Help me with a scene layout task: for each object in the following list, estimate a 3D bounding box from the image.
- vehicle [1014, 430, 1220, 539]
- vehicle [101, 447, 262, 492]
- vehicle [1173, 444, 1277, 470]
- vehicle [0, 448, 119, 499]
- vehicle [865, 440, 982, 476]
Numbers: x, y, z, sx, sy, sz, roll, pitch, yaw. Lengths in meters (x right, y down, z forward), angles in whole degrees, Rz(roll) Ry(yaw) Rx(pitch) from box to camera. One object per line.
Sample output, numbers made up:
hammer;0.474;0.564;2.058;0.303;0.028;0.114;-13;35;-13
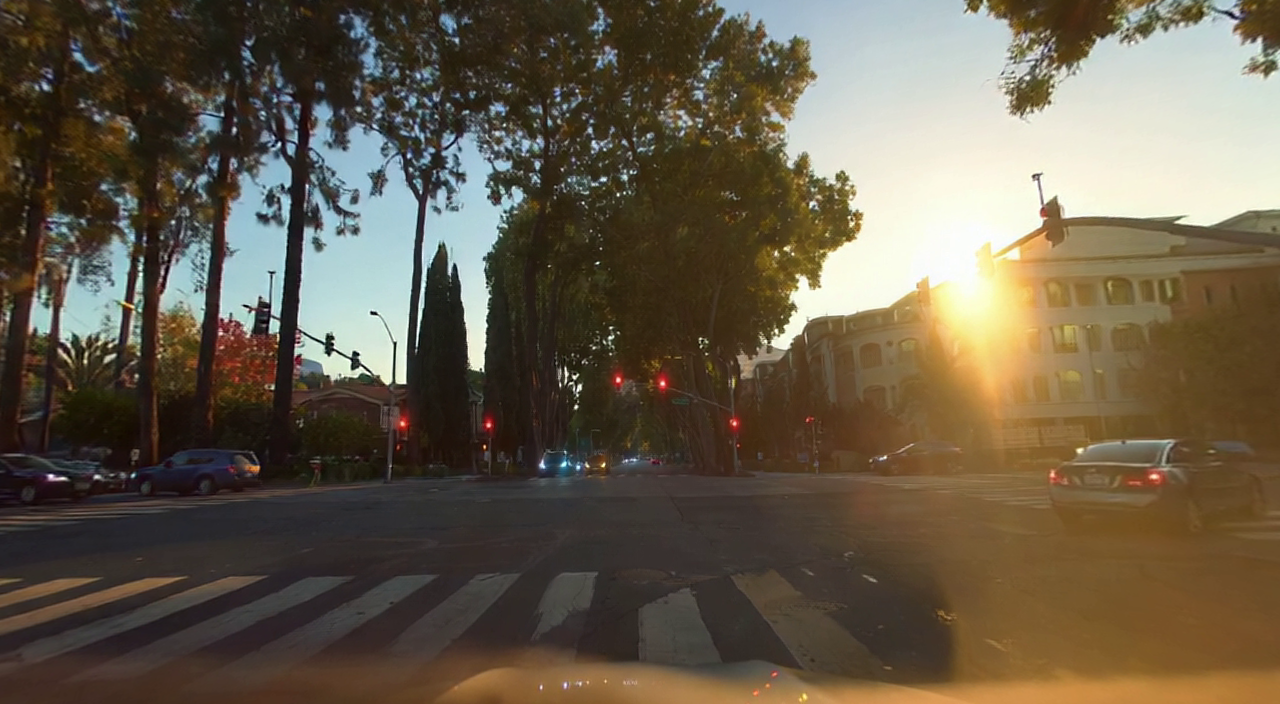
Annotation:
vehicle;8.697;2.222;11.366;4.492;1.536;2.189;8;-12;-44
vehicle;-19.173;4.944;26.653;4.798;1.763;2.536;0;-10;0
vehicle;35.360;6.349;38.273;4.294;1.499;1.958;0;-8;0
vehicle;-22.612;4.418;23.256;4.748;1.727;2.325;0;-8;1
vehicle;15.659;5.885;35.149;5.220;1.897;2.596;0;-8;0
